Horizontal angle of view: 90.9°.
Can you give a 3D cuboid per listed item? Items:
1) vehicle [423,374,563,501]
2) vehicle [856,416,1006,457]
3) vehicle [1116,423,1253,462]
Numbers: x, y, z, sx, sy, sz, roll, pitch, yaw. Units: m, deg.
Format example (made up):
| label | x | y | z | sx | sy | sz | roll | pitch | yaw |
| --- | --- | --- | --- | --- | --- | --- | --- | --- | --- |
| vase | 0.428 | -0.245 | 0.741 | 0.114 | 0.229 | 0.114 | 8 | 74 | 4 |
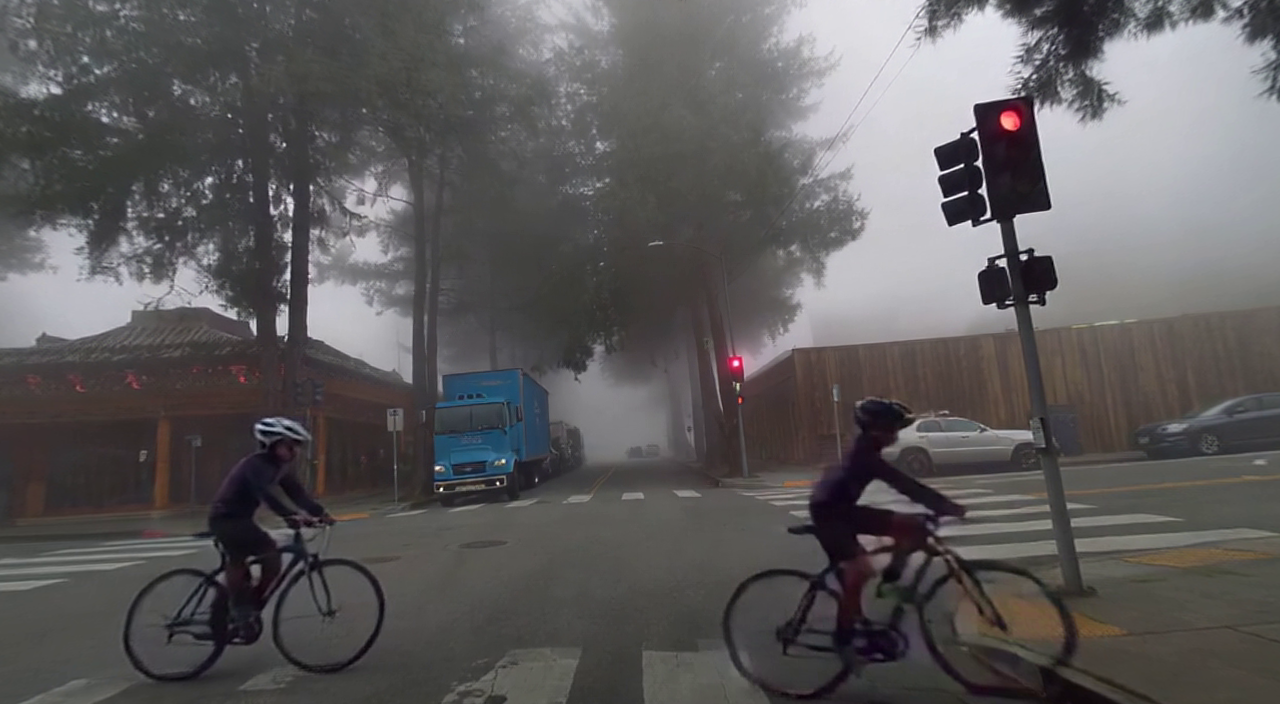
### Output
| label | x | y | z | sx | sy | sz | roll | pitch | yaw |
| --- | --- | --- | --- | --- | --- | --- | --- | --- | --- |
| vehicle | -5.799 | 3.720 | 27.160 | 3.113 | 4.041 | 10.284 | -8 | -8 | 0 |
| vehicle | 10.686 | 3.143 | 23.427 | 4.643 | 1.456 | 1.820 | -1 | -8 | 5 |
| vehicle | 24.938 | 4.159 | 29.023 | 4.268 | 1.695 | 2.053 | 0 | -8 | 3 |
